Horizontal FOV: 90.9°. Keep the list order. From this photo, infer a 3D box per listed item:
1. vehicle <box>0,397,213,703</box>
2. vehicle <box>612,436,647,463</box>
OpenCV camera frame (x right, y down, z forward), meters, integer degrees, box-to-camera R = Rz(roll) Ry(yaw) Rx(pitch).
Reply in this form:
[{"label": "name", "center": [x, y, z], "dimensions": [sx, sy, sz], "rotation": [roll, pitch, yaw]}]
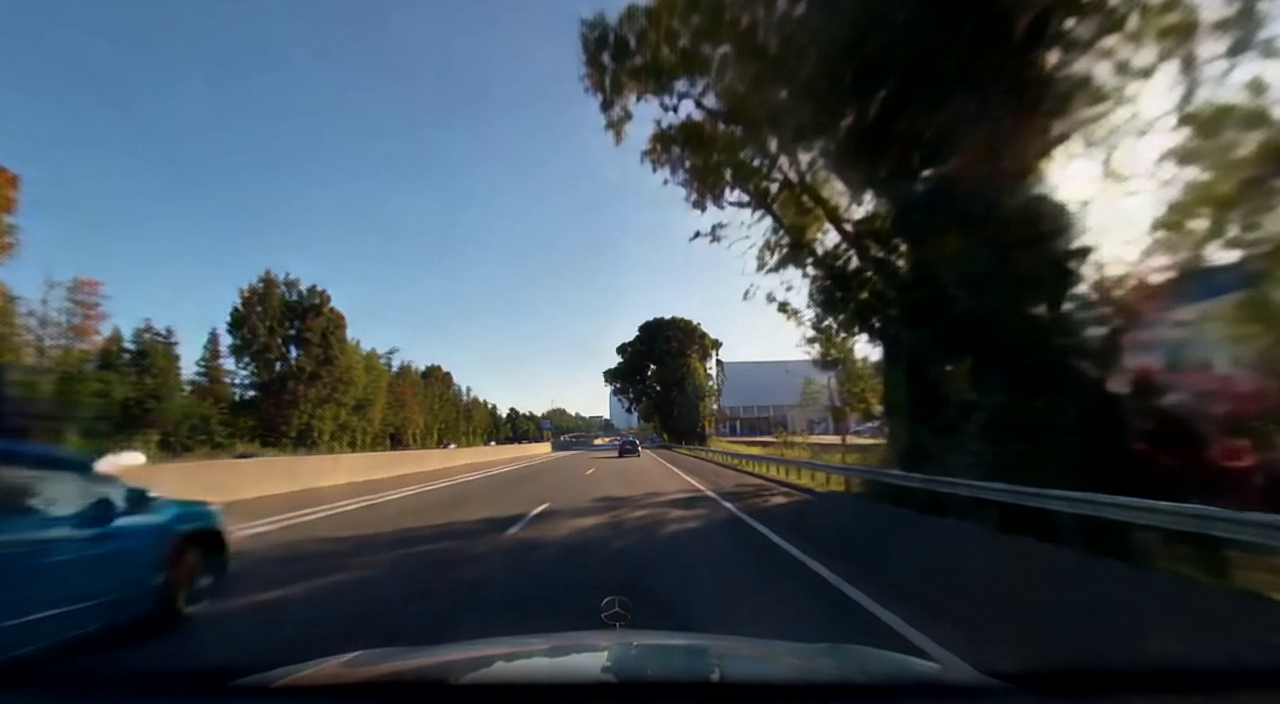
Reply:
[{"label": "vehicle", "center": [-4.359, 0.921, 2.442], "dimensions": [2.189, 1.580, 4.607], "rotation": [0, -8, 0]}, {"label": "vehicle", "center": [-0.691, 6.177, 40.088], "dimensions": [2.151, 1.618, 3.898], "rotation": [0, -8, -2]}]
